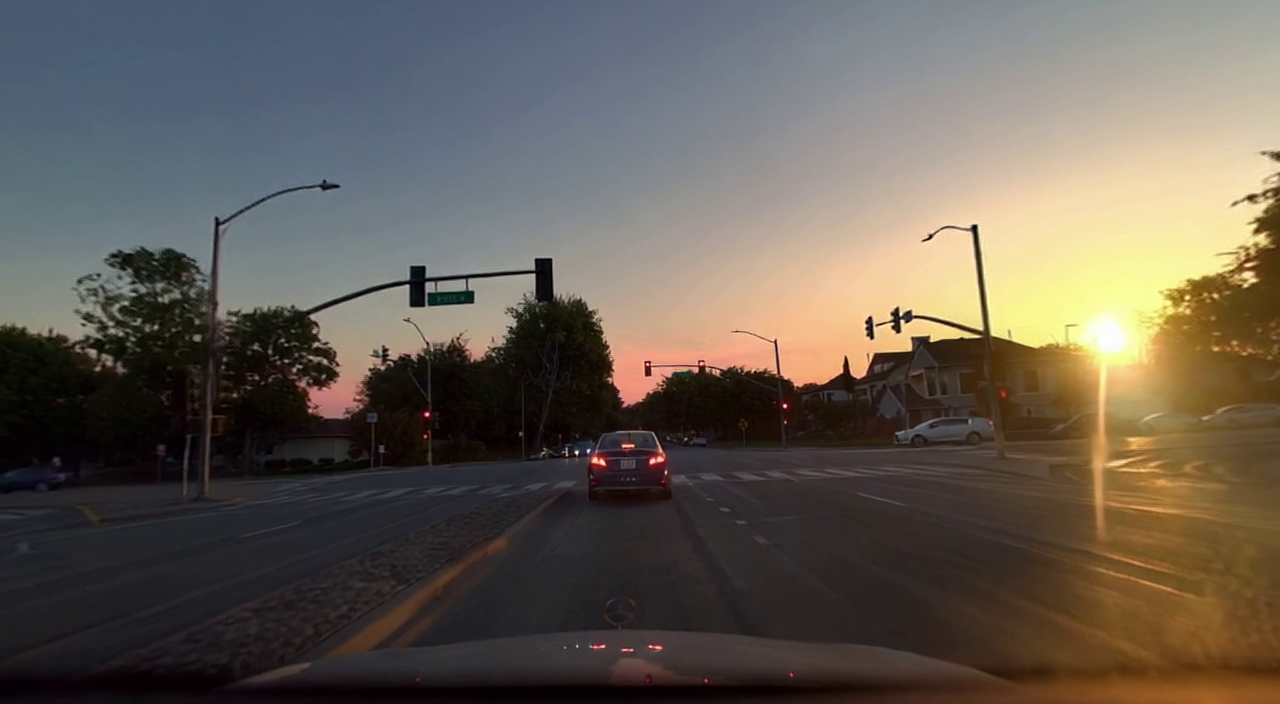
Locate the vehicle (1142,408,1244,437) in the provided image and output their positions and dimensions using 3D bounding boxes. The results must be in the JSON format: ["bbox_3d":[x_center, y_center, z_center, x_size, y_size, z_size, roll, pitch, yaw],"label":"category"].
[{"bbox_3d":[35.905,4.589,41.085,4.735,1.784,2.094,1,-7,-3],"label":"vehicle"}]

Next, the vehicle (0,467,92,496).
[{"bbox_3d":[-39.996,8.575,41.907,5.009,1.739,2.092,1,-8,-6],"label":"vehicle"}]

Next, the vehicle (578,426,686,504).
[{"bbox_3d":[-0.031,2.619,15.041,2.074,1.570,3.647,0,-8,7],"label":"vehicle"}]

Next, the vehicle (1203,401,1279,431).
[{"bbox_3d":[47.023,4.991,48.894,4.484,2.196,2.468,1,-7,-3],"label":"vehicle"}]

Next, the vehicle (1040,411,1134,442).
[{"bbox_3d":[28.646,4.839,40.554,4.557,1.899,1.996,1,-8,-5],"label":"vehicle"}]

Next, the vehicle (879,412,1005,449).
[{"bbox_3d":[17.842,4.655,37.561,6.025,2.000,2.876,1,-7,-2],"label":"vehicle"}]
